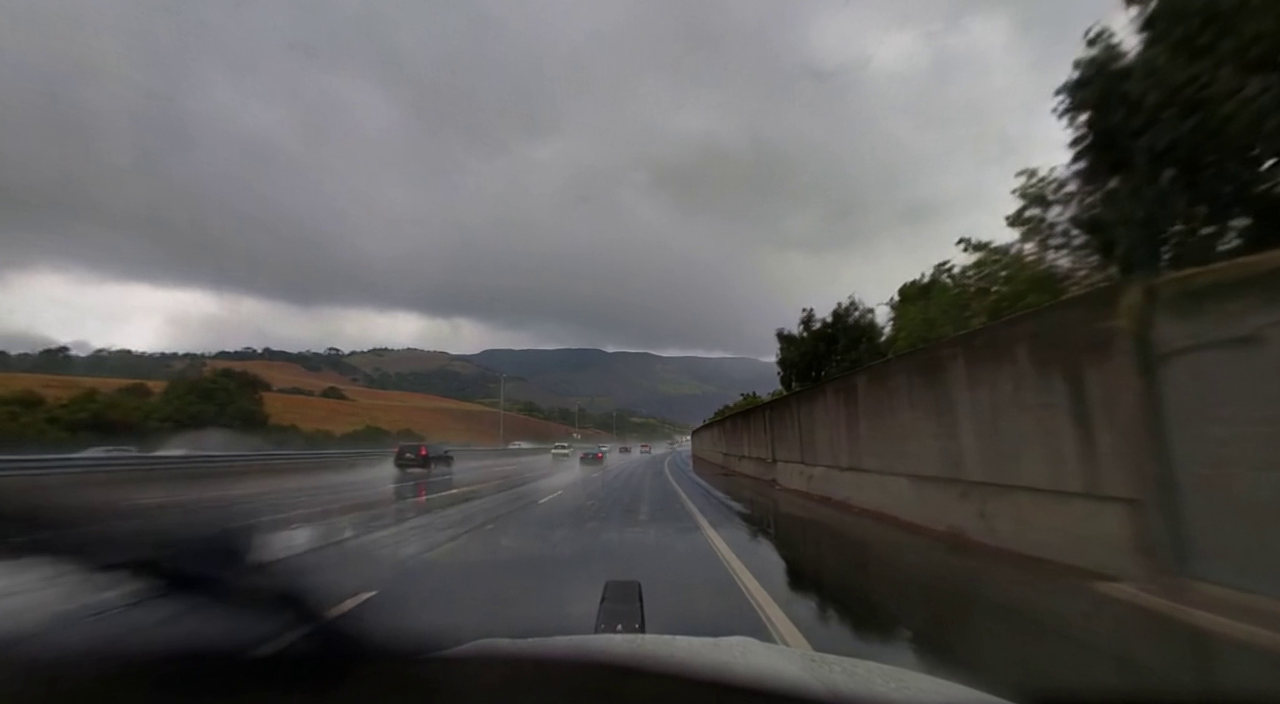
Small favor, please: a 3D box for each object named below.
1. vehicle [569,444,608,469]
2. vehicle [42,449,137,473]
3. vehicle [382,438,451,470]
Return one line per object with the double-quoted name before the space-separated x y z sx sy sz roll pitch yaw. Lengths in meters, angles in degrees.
"vehicle" -3.174 6.501 39.472 1.931 1.492 4.076 0 -9 2
"vehicle" -36.532 7.218 42.117 1.843 1.514 4.935 0 -9 1
"vehicle" -12.983 5.974 37.054 2.076 1.766 4.831 0 -9 2
